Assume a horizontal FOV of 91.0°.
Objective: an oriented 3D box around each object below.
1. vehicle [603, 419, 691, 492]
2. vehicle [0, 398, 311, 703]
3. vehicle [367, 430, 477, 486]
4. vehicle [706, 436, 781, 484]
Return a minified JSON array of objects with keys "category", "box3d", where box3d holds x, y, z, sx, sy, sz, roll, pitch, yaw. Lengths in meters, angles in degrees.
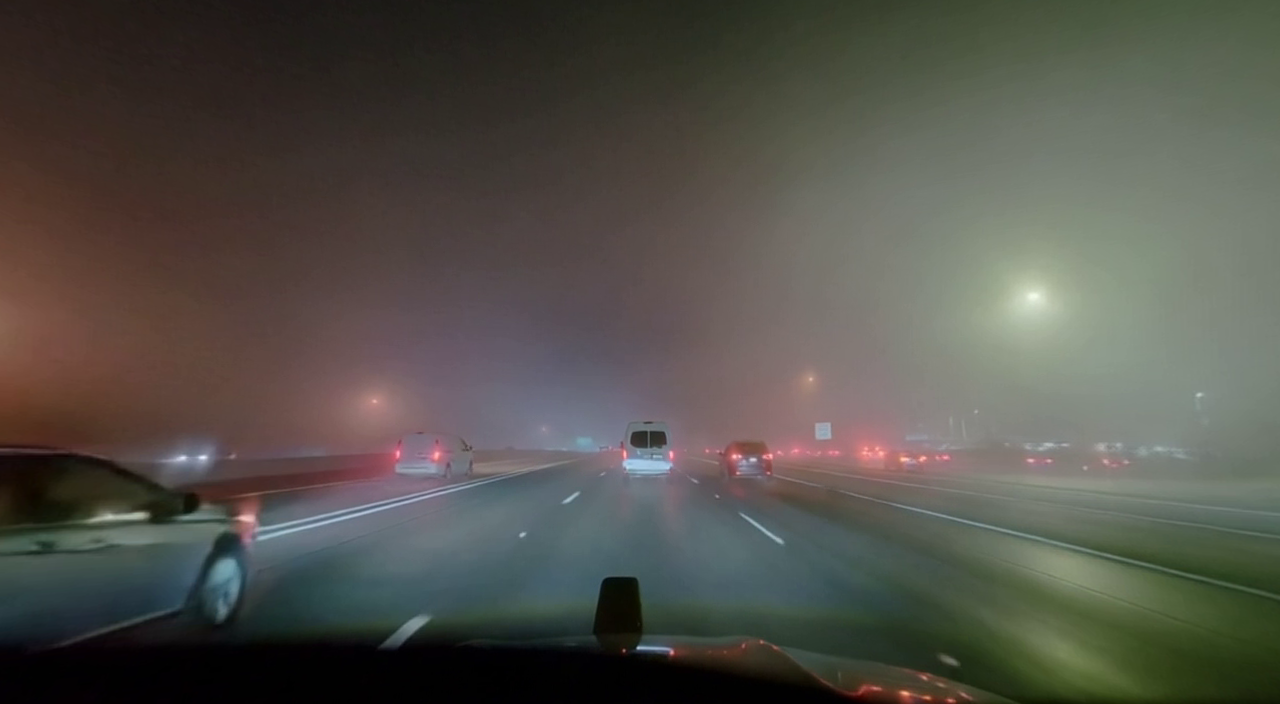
[{"category":"vehicle","box3d":[0.193,3.324,20.444,2.509,2.062,4.639,0,-9,0]},{"category":"vehicle","box3d":[-4.025,1.021,3.113,2.173,1.542,4.781,0,-9,1]},{"category":"vehicle","box3d":[-7.708,3.815,22.912,2.192,1.776,4.957,0,-8,0]},{"category":"vehicle","box3d":[3.892,4.163,24.516,2.146,1.678,4.489,0,-9,0]}]
